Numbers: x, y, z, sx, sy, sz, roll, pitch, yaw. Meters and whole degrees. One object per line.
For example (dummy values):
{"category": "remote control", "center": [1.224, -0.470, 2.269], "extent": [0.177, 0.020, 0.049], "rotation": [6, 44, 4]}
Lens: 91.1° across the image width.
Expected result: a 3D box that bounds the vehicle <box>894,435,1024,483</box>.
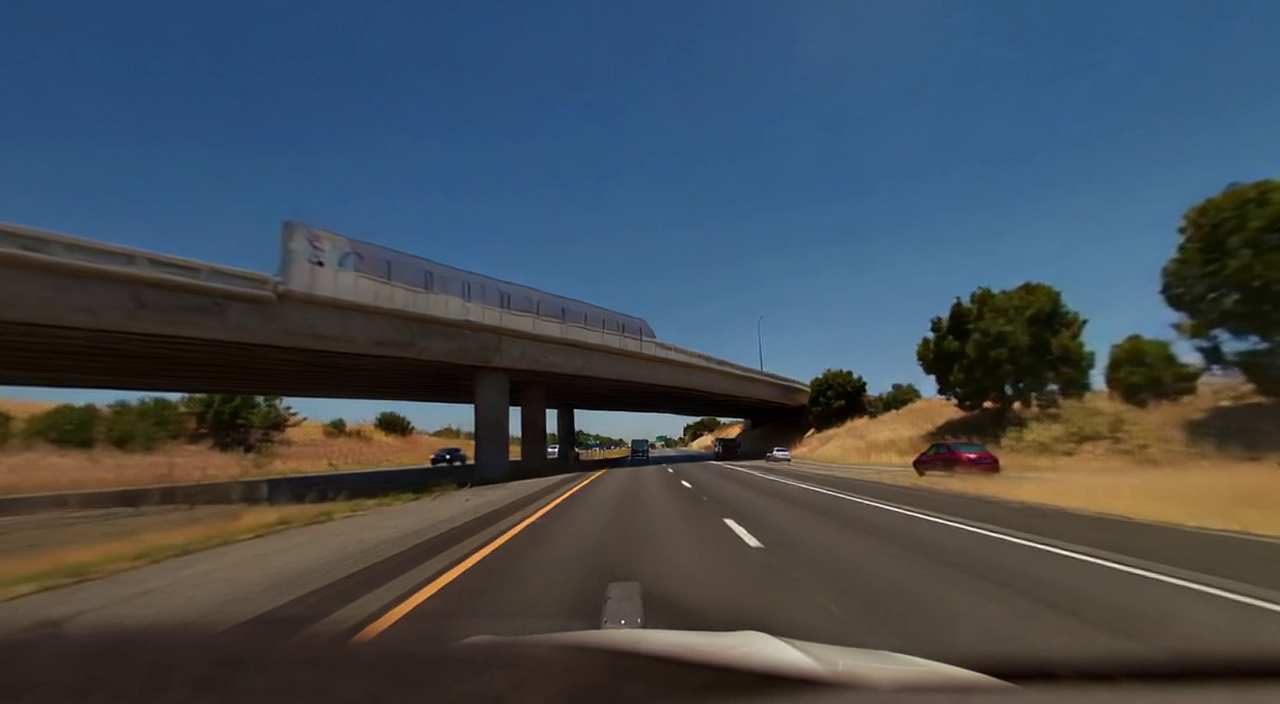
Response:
{"category": "vehicle", "center": [15.586, 5.240, 31.137], "extent": [2.533, 2.111, 5.525], "rotation": [2, -9, -16]}
